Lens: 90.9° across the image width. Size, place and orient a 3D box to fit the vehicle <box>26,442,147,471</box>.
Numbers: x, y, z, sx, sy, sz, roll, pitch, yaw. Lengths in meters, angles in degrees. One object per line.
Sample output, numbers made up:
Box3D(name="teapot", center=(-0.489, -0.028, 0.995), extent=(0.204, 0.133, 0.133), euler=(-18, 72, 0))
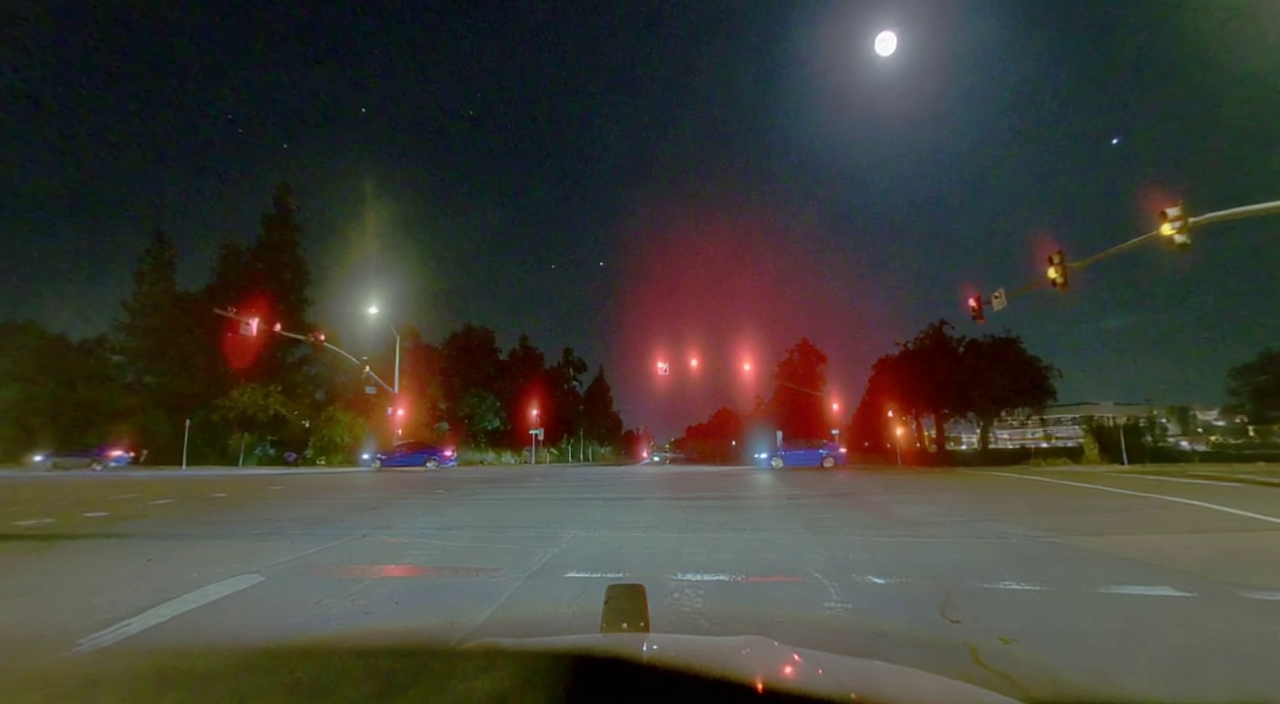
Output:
Box3D(name="vehicle", center=(-28.136, 5.307, 32.131), extent=(4.443, 1.426, 1.778), euler=(0, -9, 0))

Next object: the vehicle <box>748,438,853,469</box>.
Box3D(name="vehicle", center=(7.790, 4.961, 30.953), extent=(4.681, 1.465, 1.820), euler=(0, -9, 2))

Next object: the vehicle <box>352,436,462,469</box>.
Box3D(name="vehicle", center=(-11.600, 5.035, 31.546), extent=(4.735, 1.588, 1.877), euler=(0, -9, 2))

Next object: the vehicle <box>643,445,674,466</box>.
Box3D(name="vehicle", center=(1.297, 7.634, 46.475), extent=(2.132, 1.449, 4.235), euler=(0, -9, 0))
